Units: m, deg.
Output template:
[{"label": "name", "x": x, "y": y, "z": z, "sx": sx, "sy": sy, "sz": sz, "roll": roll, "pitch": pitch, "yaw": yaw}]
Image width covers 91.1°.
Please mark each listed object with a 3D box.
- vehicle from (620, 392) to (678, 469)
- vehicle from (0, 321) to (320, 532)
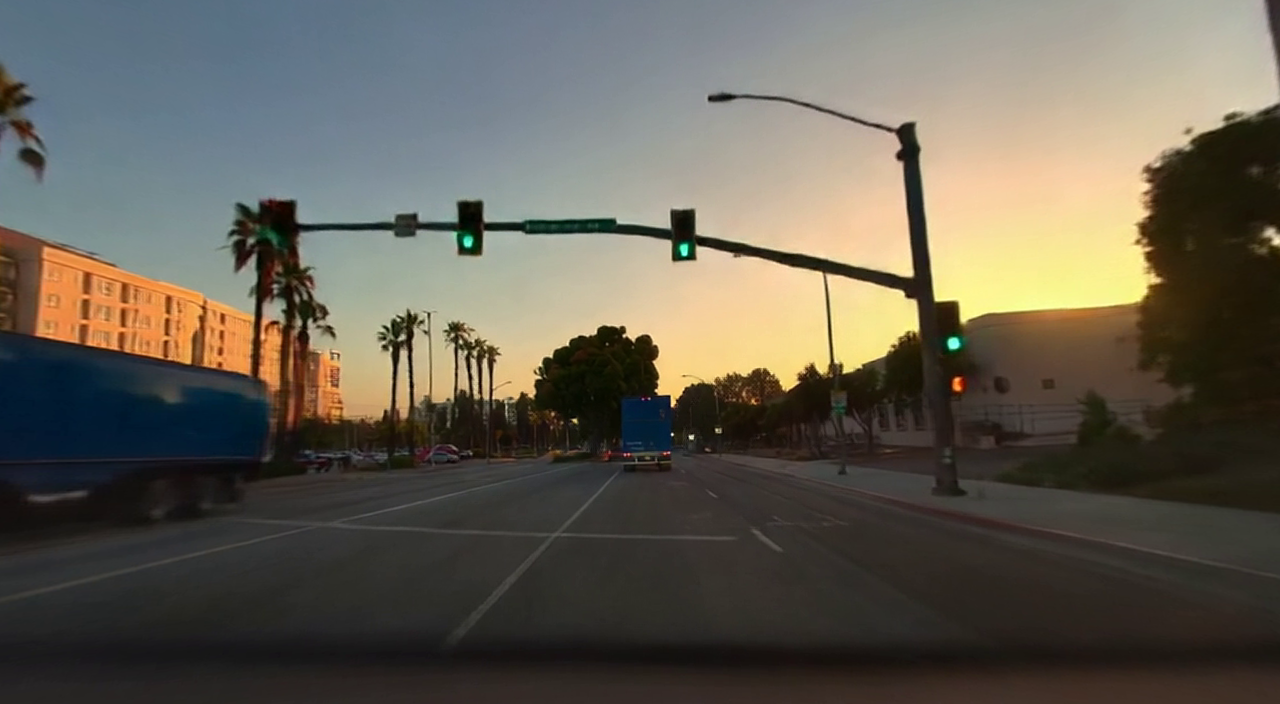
[{"label": "vehicle", "x": 0.311, "y": 4.933, "z": 38.220, "sx": 2.992, "sy": 3.949, "sz": 11.815, "roll": 0, "pitch": -9, "yaw": -1}, {"label": "vehicle", "x": -14.360, "y": 2.128, "z": 16.850, "sx": 2.957, "sy": 4.233, "sz": 15.722, "roll": 0, "pitch": -9, "yaw": 1}]
